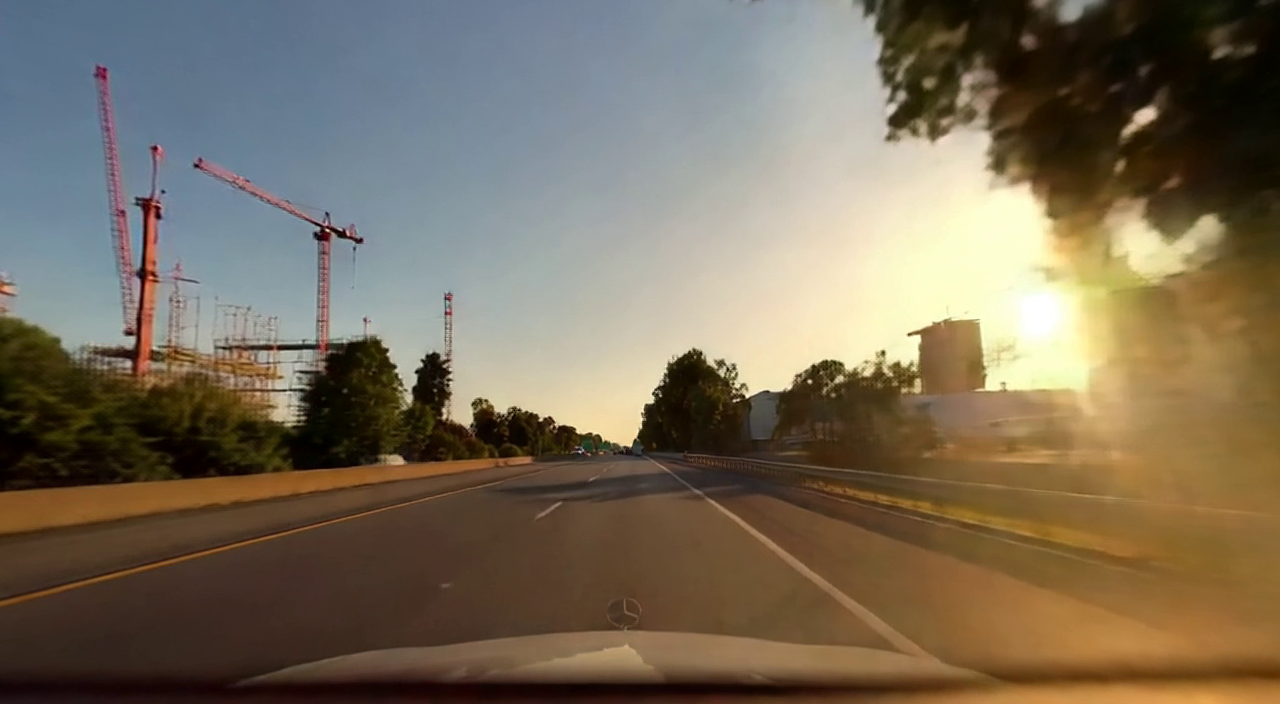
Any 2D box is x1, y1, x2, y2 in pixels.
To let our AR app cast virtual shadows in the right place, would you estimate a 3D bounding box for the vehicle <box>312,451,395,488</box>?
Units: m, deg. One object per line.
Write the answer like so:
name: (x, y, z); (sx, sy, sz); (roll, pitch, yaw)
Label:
vehicle: (-12.920, 5.294, 28.753); (1.804, 1.519, 4.128); (0, -9, 0)
